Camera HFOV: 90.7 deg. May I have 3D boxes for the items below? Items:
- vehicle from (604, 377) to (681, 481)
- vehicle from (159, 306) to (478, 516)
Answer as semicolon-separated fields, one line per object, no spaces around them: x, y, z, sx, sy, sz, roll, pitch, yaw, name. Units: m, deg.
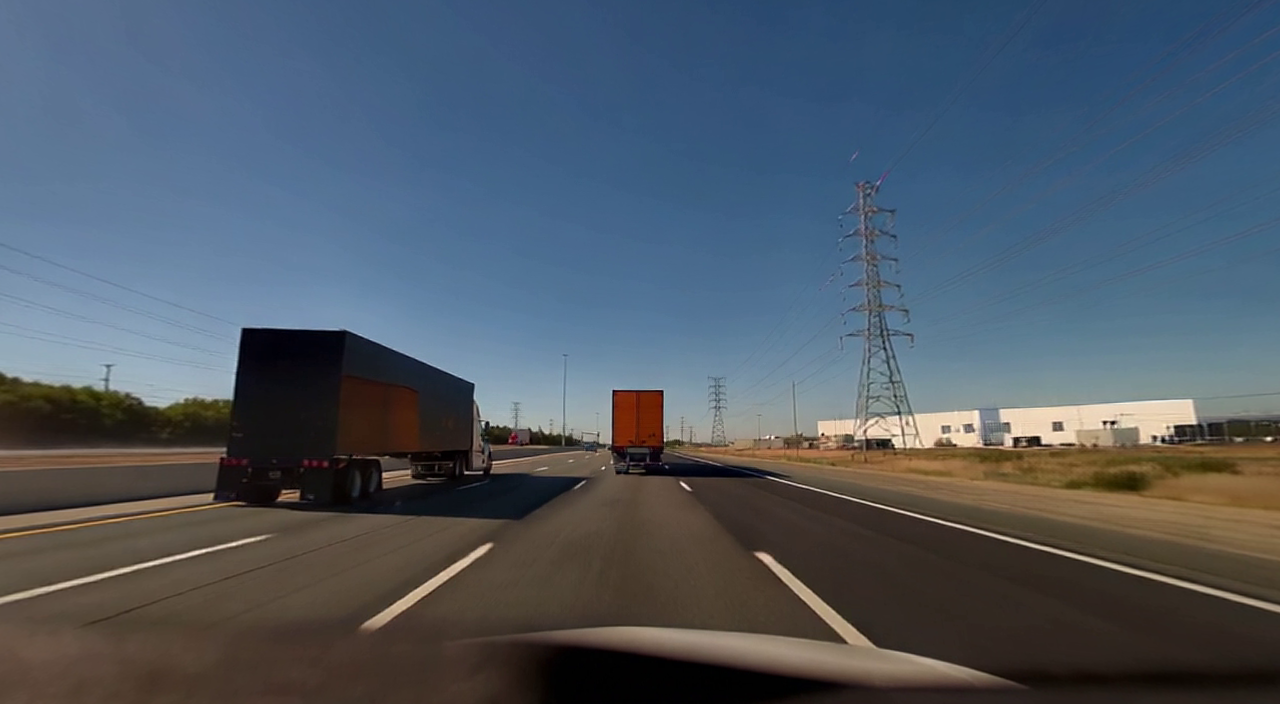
0.025;3.612;28.599;2.858;3.847;10.034;0;-9;-1;vehicle
-7.464;1.905;17.562;2.937;3.981;11.119;-1;-9;0;vehicle
